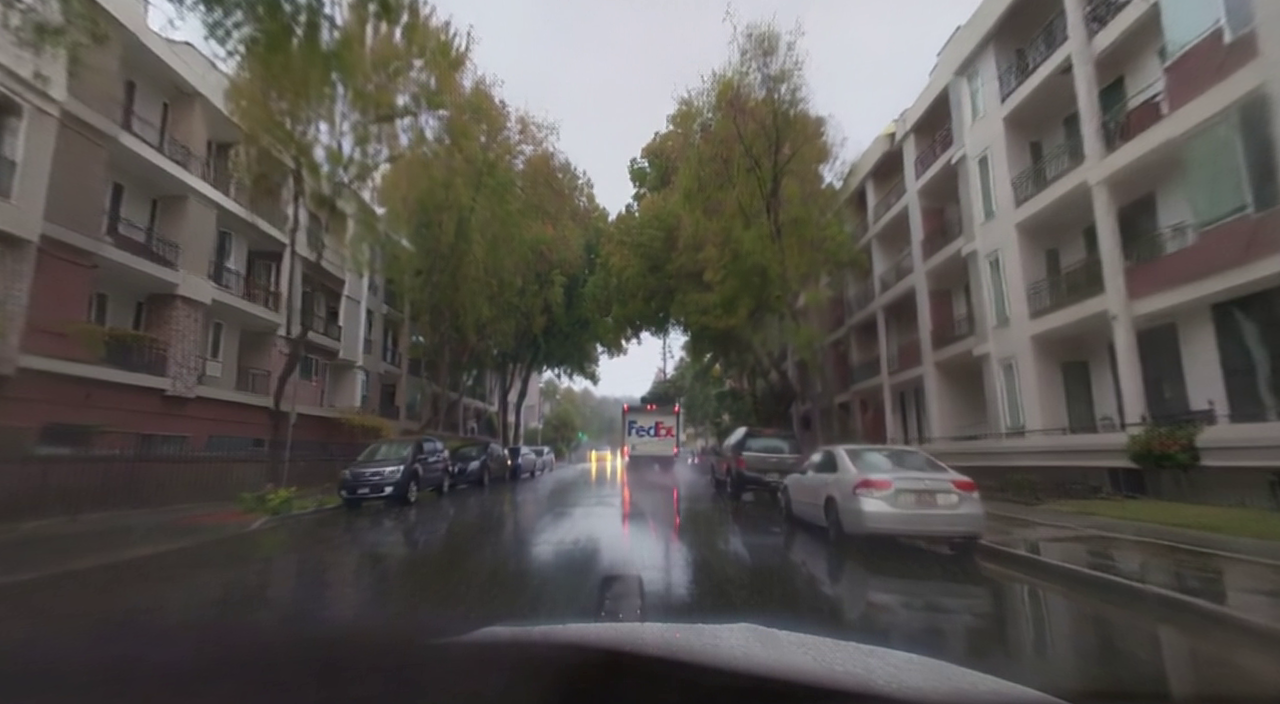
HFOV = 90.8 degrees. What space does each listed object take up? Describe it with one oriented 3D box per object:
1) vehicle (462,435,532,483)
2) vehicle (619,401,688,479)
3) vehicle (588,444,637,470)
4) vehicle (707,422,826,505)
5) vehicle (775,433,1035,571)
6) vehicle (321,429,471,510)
[{"bbox_3d":[-6.069,4.597,27.364,2.020,1.867,4.654,0,-8,-1],"label":"vehicle"},{"bbox_3d":[0.453,4.341,30.909,2.930,3.275,8.180,0,-8,-2],"label":"vehicle"},{"bbox_3d":[-1.607,6.378,38.717,1.981,1.500,3.992,-2,-9,13],"label":"vehicle"},{"bbox_3d":[3.370,3.137,18.237,2.221,1.991,5.564,0,-8,-1],"label":"vehicle"},{"bbox_3d":[3.399,1.986,9.217,1.877,1.500,4.407,0,-8,0],"label":"vehicle"},{"bbox_3d":[-5.974,2.921,16.166,2.089,1.757,4.256,0,-8,0],"label":"vehicle"}]
